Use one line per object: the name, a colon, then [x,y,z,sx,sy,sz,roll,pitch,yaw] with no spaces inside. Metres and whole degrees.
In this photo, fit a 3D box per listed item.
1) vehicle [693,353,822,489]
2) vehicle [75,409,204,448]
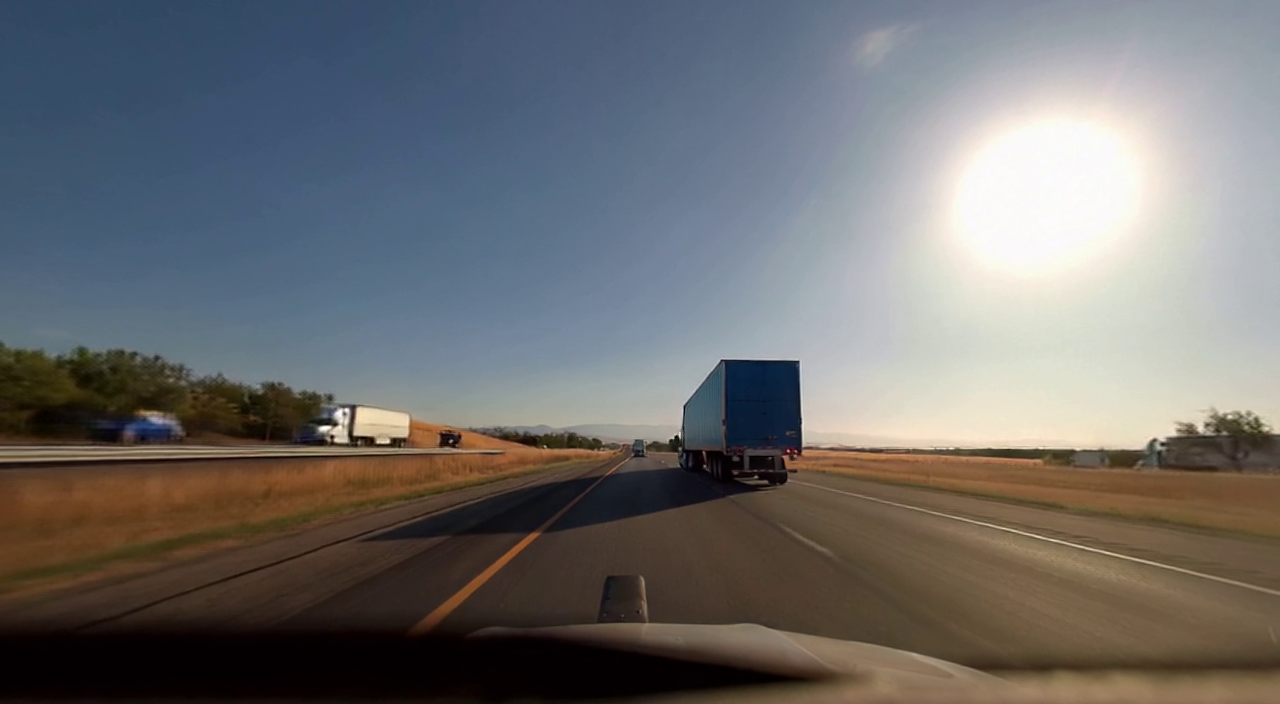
vehicle: [4.167,3.087,26.019,2.818,4.206,12.987,0,-9,0]
vehicle: [-29.658,4.664,37.694,2.329,2.083,6.351,0,-9,2]
